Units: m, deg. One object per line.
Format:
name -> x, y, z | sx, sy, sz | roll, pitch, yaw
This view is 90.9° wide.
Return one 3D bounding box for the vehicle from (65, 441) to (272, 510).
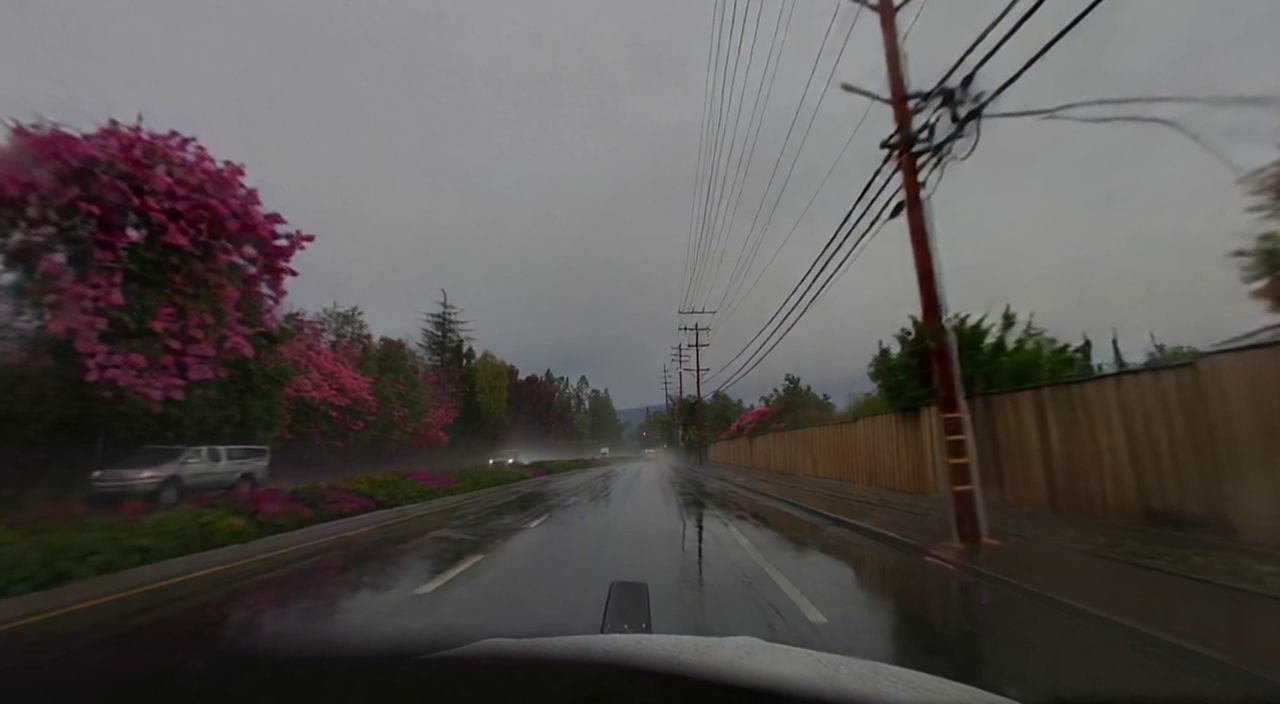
vehicle -> -15.239, 3.987, 21.020 | 2.269, 1.943, 5.876 | 0, -8, 1
